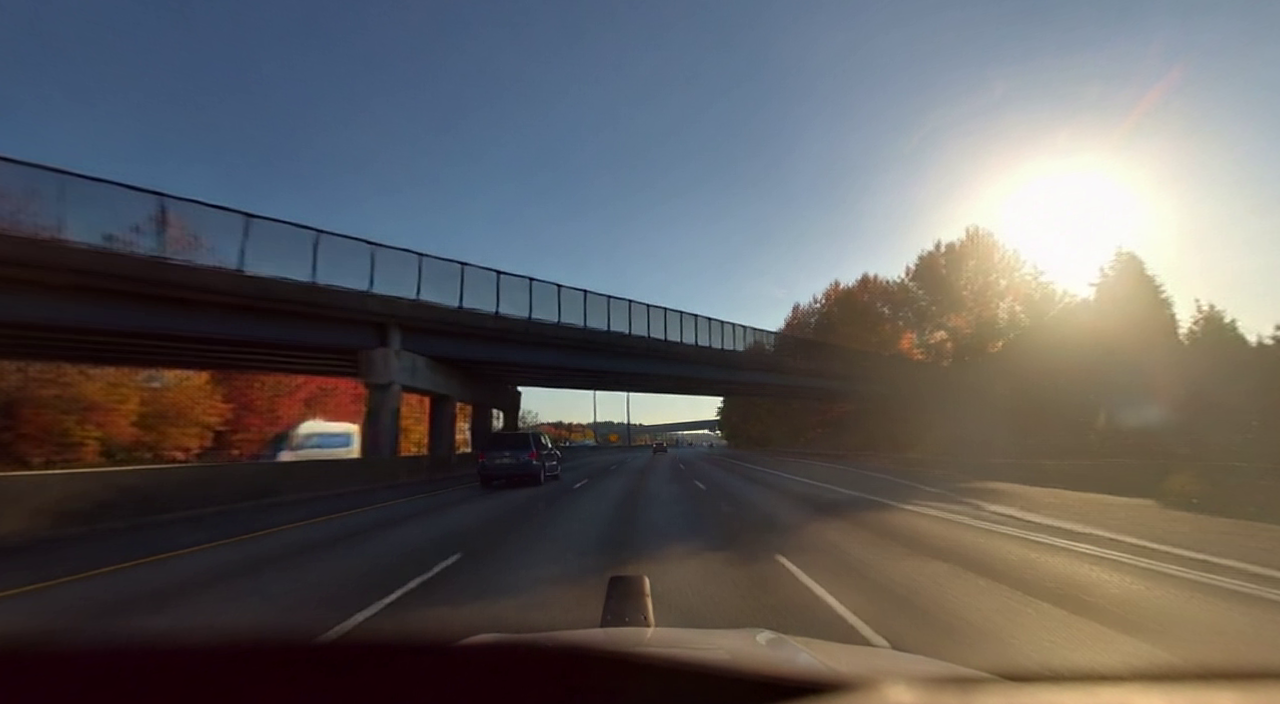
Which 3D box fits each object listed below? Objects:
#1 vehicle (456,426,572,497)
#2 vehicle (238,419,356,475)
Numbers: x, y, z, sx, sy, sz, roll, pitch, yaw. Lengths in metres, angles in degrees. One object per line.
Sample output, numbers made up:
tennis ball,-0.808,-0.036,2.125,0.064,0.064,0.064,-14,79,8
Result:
vehicle,-3.323,3.003,17.600,2.177,1.707,4.432,0,-8,2
vehicle,-22.476,6.318,41.916,3.136,3.324,7.842,-1,-8,3
